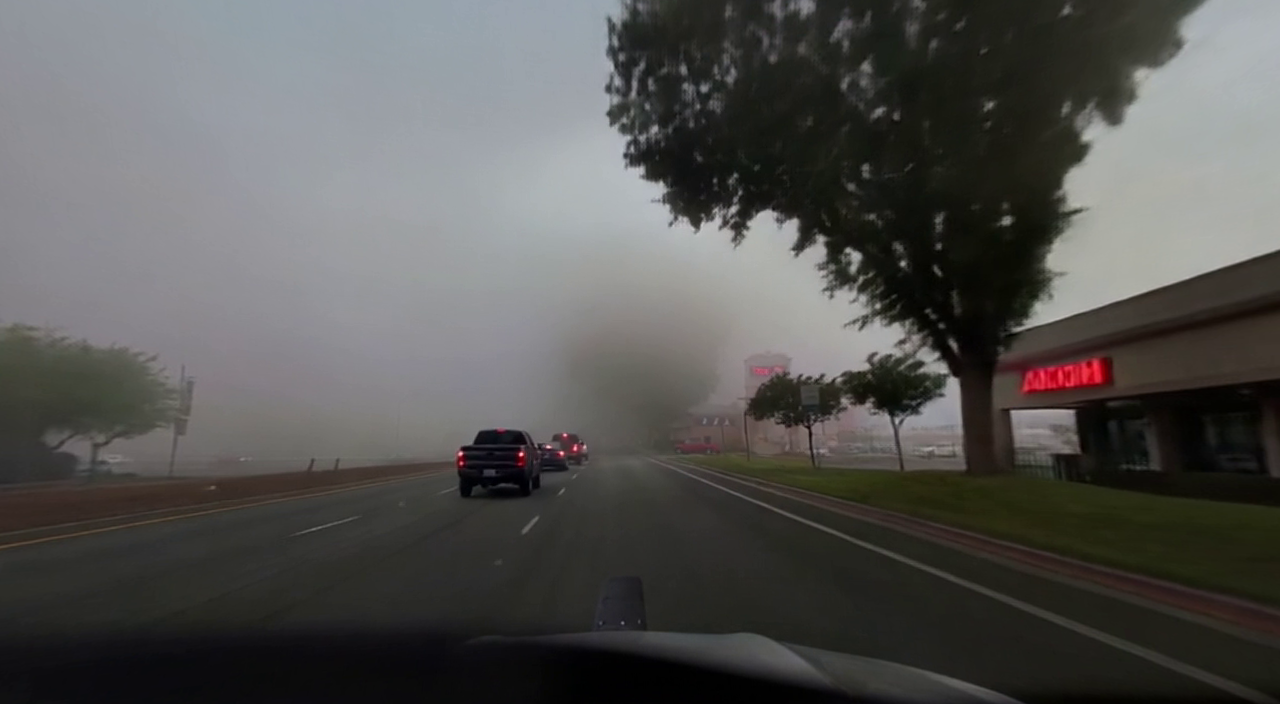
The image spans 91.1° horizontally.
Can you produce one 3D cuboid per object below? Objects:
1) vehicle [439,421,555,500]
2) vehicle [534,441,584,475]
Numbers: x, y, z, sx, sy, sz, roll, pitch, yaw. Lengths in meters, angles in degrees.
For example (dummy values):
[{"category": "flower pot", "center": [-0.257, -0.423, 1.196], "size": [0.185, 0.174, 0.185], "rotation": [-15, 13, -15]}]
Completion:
[{"category": "vehicle", "center": [-3.836, 3.028, 17.894], "size": [2.222, 1.899, 5.006], "rotation": [0, -8, -2]}, {"category": "vehicle", "center": [-3.710, 4.876, 29.284], "size": [2.113, 1.446, 4.309], "rotation": [1, -8, -5]}]
